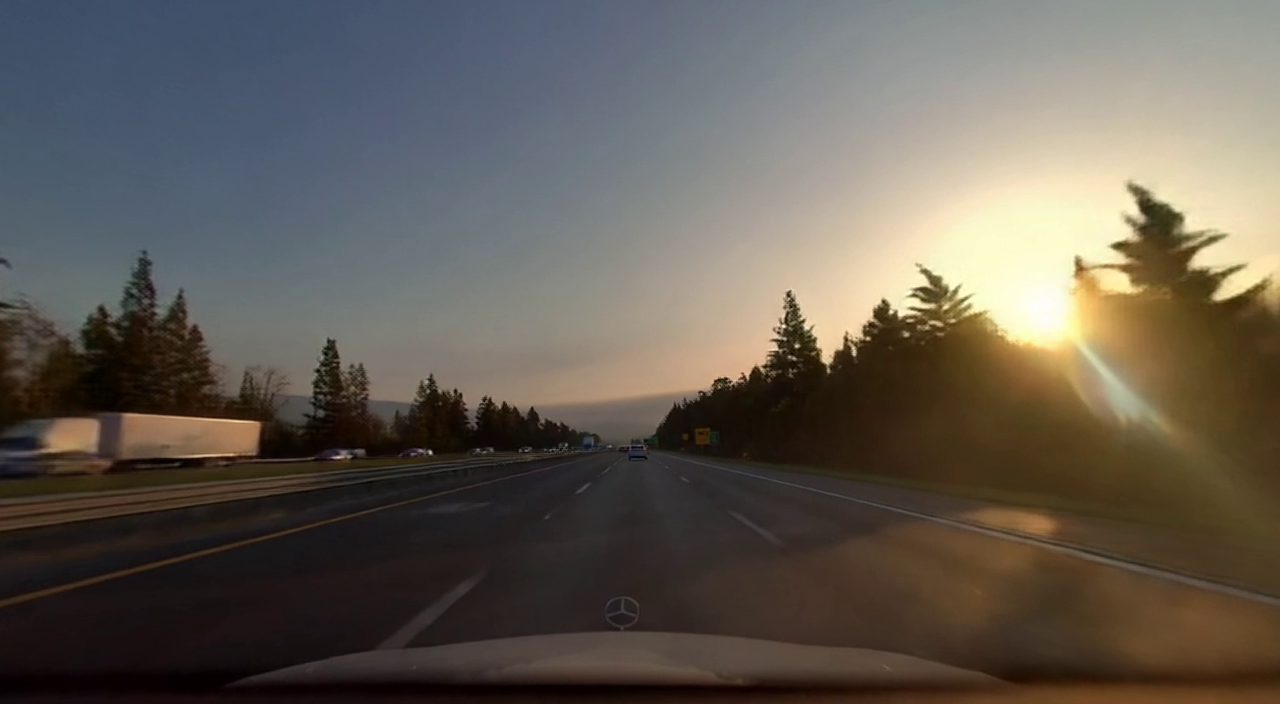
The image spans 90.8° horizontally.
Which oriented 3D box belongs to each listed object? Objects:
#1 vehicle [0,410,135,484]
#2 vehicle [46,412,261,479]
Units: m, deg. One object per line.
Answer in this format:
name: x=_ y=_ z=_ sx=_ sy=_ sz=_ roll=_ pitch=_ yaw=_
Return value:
vehicle: x=-36.113 y=5.830 z=38.842 sx=3.039 sy=4.027 sz=8.444 roll=0 pitch=-9 yaw=-1
vehicle: x=-36.171 y=7.273 z=48.853 sx=3.404 sy=4.230 sz=16.727 roll=0 pitch=-9 yaw=0
